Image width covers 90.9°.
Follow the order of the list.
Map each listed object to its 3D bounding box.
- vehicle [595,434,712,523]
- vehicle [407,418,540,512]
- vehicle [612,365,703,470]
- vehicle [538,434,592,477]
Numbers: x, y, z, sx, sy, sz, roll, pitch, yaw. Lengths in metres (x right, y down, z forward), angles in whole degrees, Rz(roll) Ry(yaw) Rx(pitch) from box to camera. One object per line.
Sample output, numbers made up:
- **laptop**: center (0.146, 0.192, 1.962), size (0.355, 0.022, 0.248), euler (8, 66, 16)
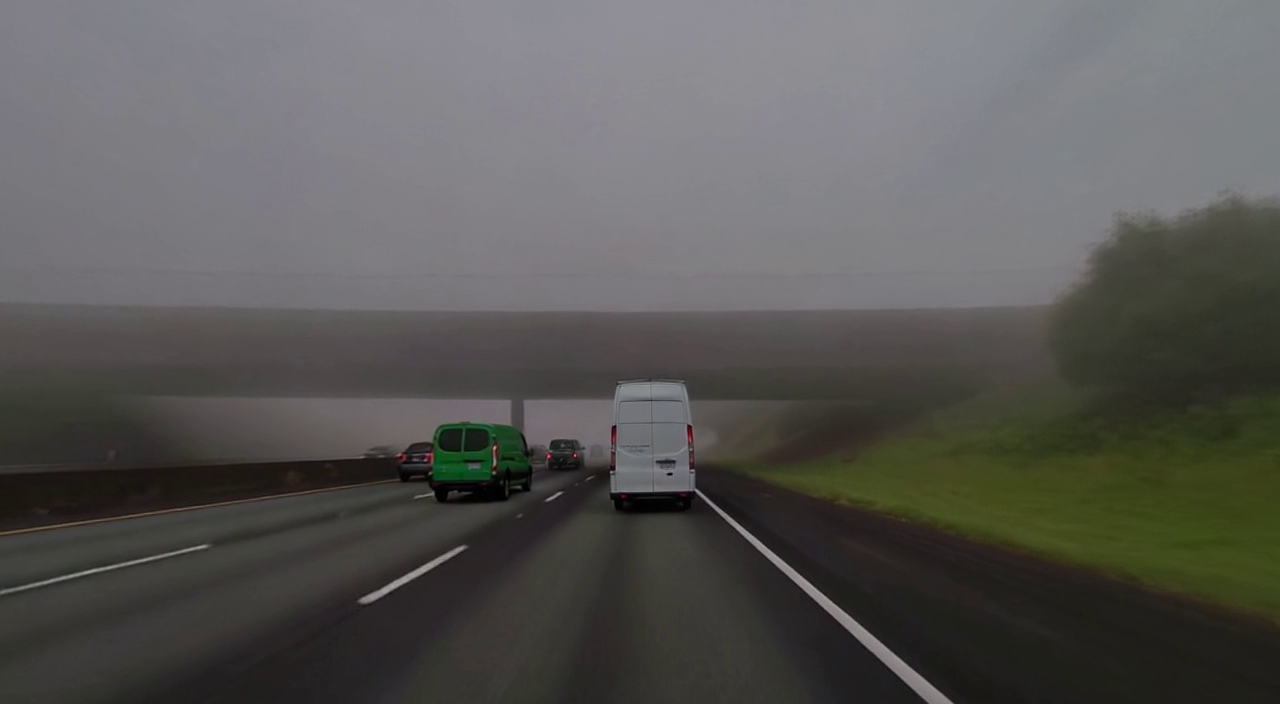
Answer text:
- **vehicle**: center (0.225, 2.428, 12.521), size (1.991, 1.507, 3.391), euler (0, -9, 0)
- **vehicle**: center (-3.662, 2.575, 14.661), size (1.951, 1.882, 3.979), euler (0, -9, 1)
- **vehicle**: center (0.425, 3.787, 32.176), size (3.289, 3.822, 18.653), euler (0, -9, -1)
- **vehicle**: center (-3.503, 4.934, 30.193), size (2.068, 1.862, 4.234), euler (0, -9, 0)
